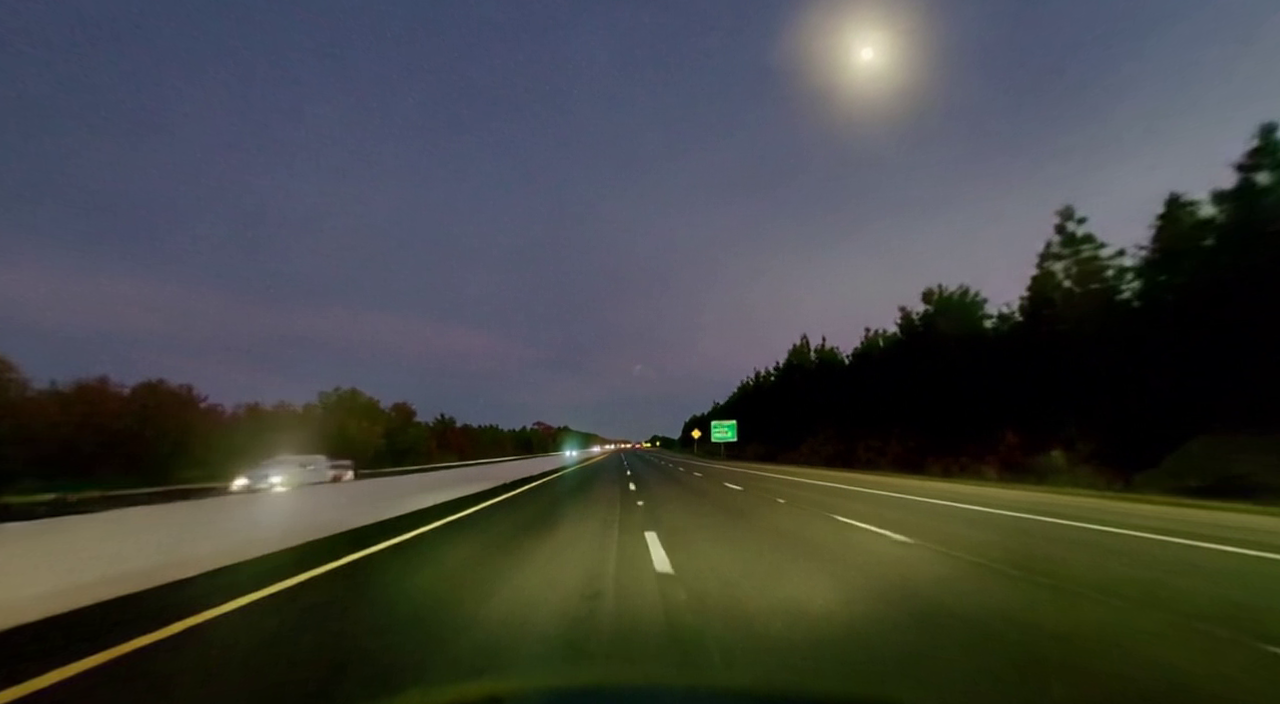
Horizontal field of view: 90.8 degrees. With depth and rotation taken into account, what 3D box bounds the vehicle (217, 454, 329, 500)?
[{"bbox_3d":[-14.870,5.040,25.919,2.051,1.664,4.484,0,-9,-2],"label":"vehicle"}]
